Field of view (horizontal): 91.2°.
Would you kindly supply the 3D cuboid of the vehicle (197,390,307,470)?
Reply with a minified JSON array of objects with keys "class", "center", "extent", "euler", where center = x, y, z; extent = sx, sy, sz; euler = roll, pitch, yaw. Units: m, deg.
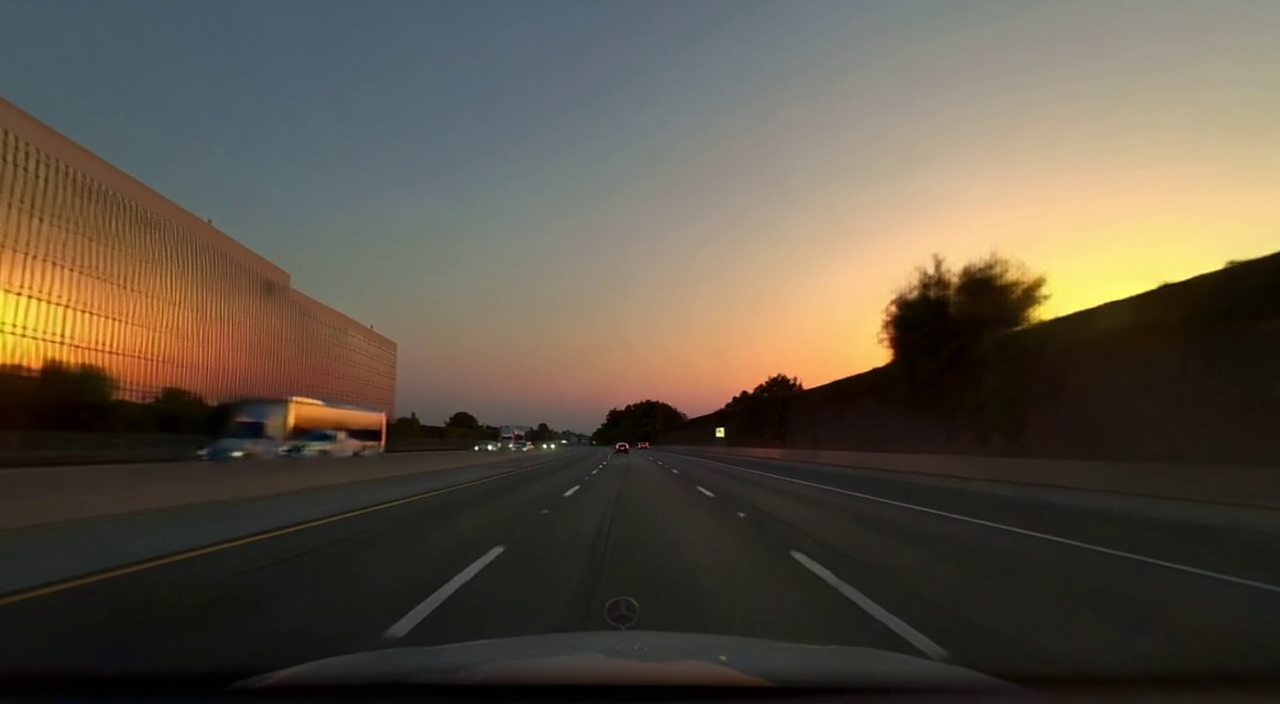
[{"class":"vehicle","center":[-20.950,4.280,34.163],"extent":[3.198,4.081,3.981],"euler":[0,-9,0]}]

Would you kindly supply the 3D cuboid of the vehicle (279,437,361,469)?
[{"class":"vehicle","center":[-16.576,5.275,32.761],"extent":[1.906,1.506,4.562],"euler":[0,-9,0]}]
